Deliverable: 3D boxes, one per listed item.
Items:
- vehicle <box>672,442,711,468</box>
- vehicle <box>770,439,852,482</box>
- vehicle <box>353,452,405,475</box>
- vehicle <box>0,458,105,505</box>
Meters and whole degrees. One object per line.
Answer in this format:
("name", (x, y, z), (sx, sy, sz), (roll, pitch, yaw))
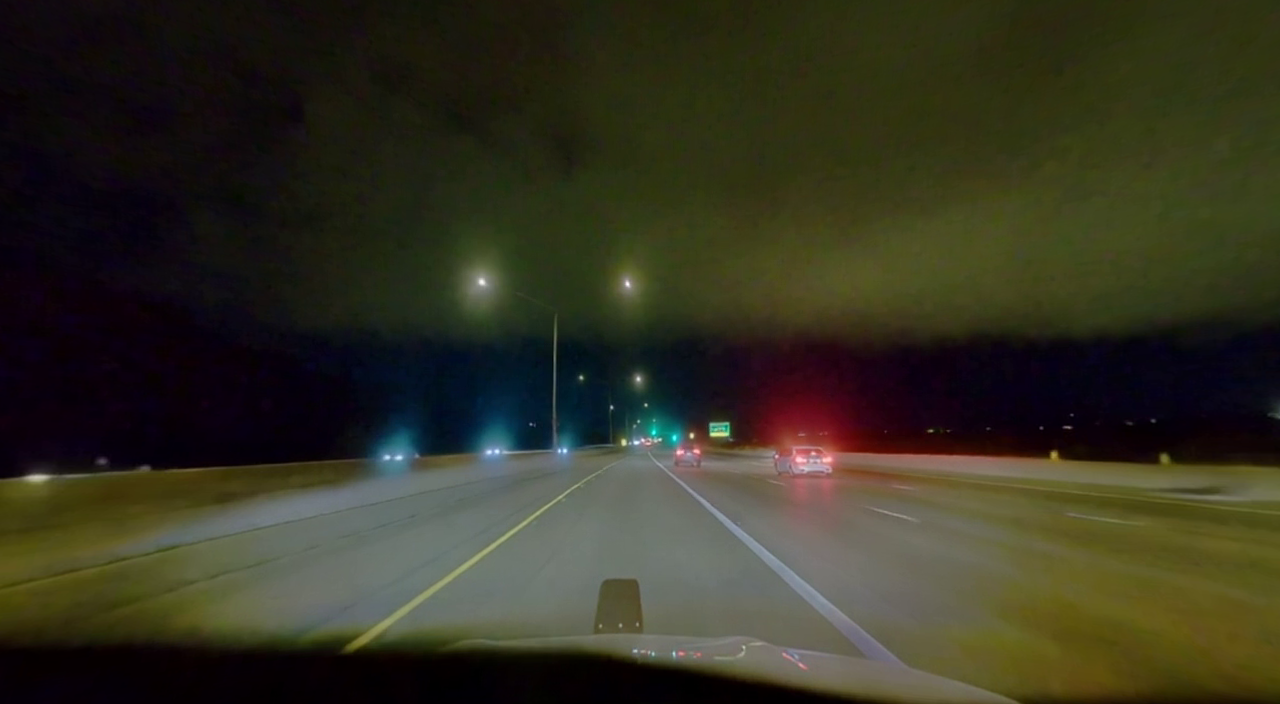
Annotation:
("vehicle", (3.231, 6.531, 40.322), (2.056, 1.553, 4.320), (0, -9, -1))
("vehicle", (6.623, 4.246, 24.932), (2.038, 1.528, 3.910), (0, -9, -2))
("vehicle", (-14.645, 6.233, 35.576), (1.417, 1.156, 3.608), (0, -8, 0))
("vehicle", (-22.050, 4.595, 22.766), (2.022, 1.416, 3.938), (0, -8, 0))
